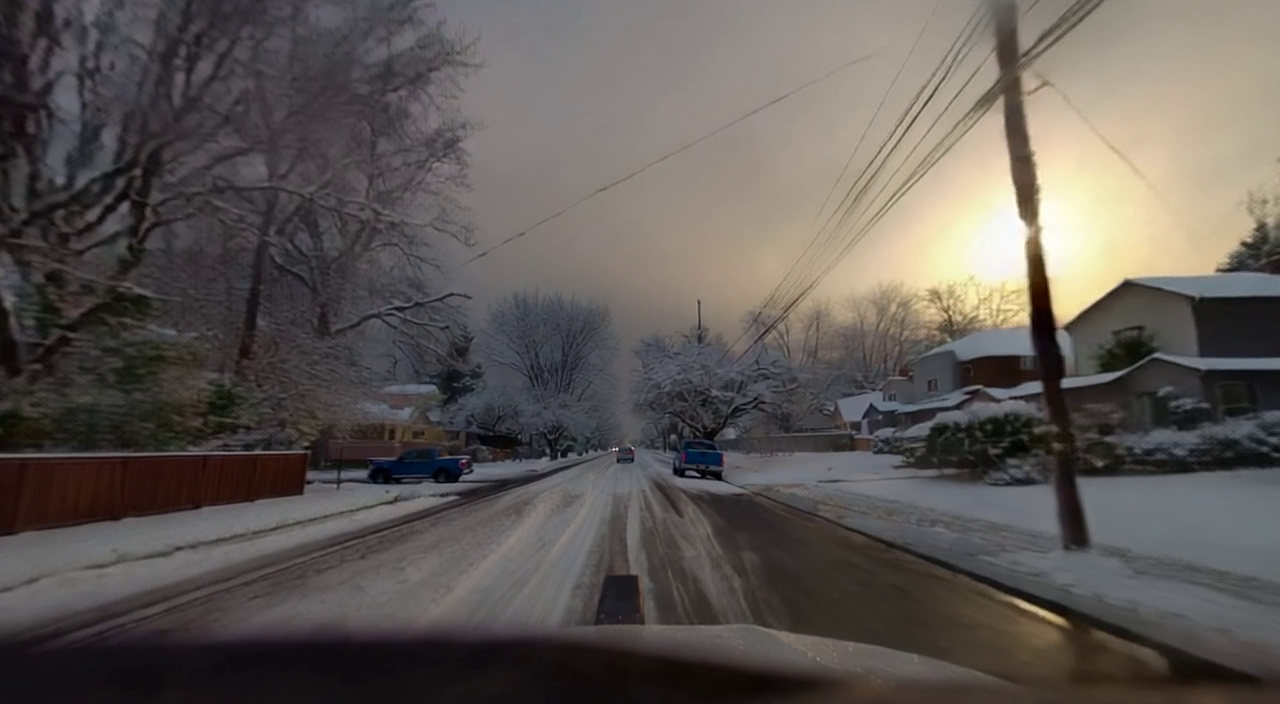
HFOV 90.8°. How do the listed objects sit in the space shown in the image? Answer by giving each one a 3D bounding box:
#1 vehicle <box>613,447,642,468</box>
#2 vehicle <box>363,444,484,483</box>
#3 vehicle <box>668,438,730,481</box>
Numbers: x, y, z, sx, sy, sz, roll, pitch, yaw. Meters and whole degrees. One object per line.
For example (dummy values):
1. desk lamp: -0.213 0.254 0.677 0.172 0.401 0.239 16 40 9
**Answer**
1. vehicle: -0.936 7.956 47.737 2.064 1.477 3.968 0 -9 0
2. vehicle: -10.223 5.308 30.113 4.947 1.769 2.023 0 -9 1
3. vehicle: 2.767 5.254 31.163 2.394 1.901 5.759 0 -9 -1
